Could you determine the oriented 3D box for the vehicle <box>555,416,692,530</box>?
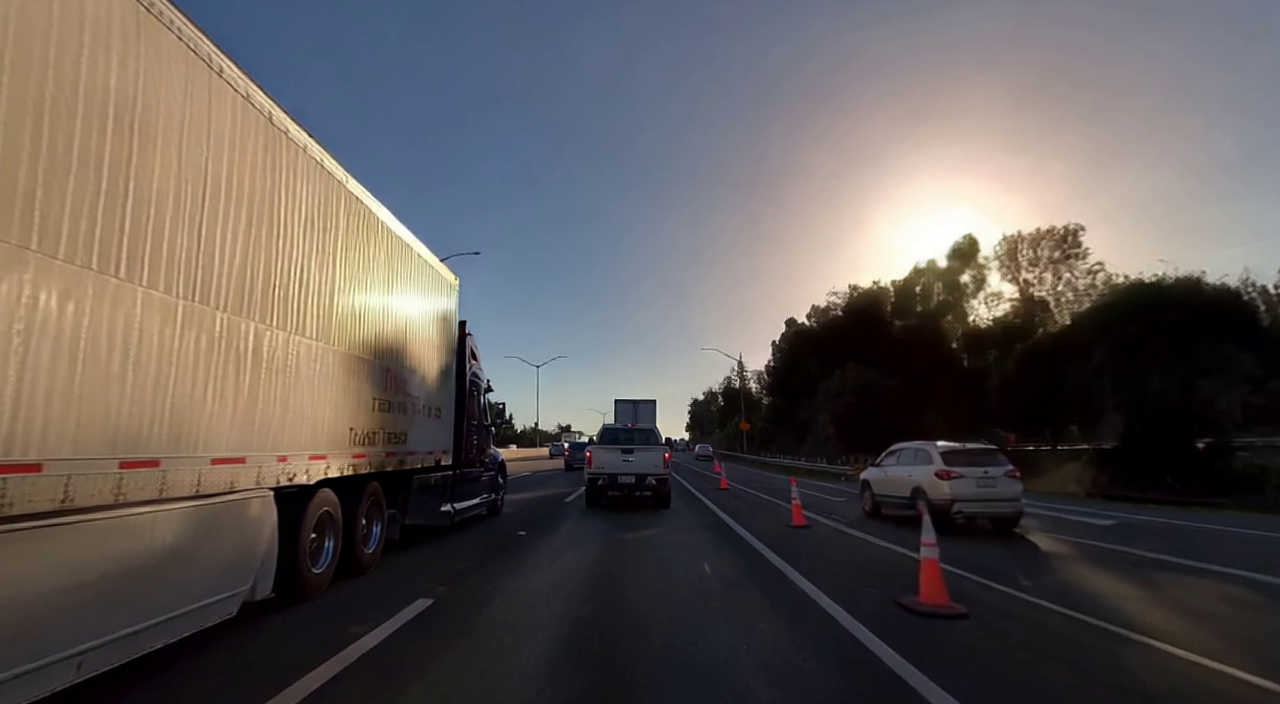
[{"bbox_3d":[-0.288,2.205,11.955,2.152,1.779,3.924,0,-9,-1],"label":"vehicle"}]

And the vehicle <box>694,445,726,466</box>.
[{"bbox_3d":[5.361,8.000,48.957,1.918,1.479,4.571,0,-9,0],"label":"vehicle"}]

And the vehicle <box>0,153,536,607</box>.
[{"bbox_3d":[-3.754,0.750,9.463,2.990,3.885,8.243,0,-9,0],"label":"vehicle"}]

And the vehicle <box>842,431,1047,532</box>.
[{"bbox_3d":[5.502,2.363,12.061,1.937,1.601,3.798,0,-9,-1],"label":"vehicle"}]
